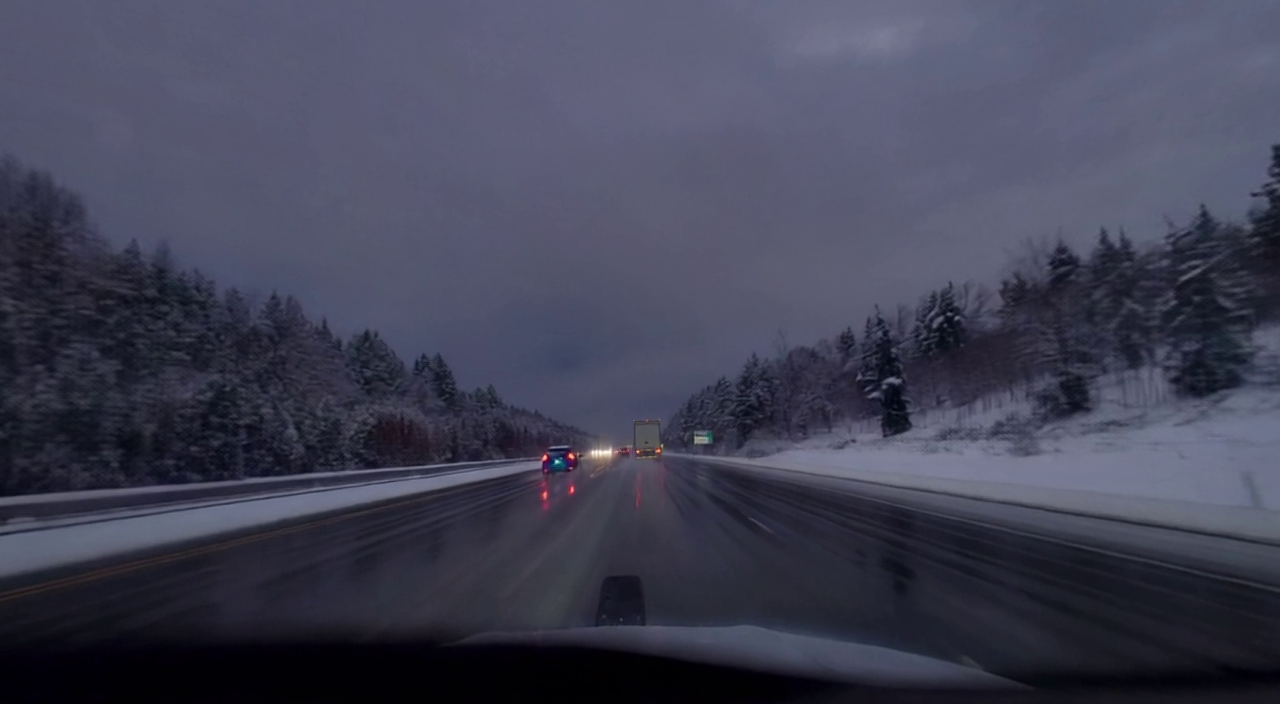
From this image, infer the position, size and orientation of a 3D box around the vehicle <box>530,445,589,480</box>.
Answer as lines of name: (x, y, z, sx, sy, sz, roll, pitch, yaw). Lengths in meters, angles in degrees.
vehicle: (-3.819, 5.326, 30.802, 1.999, 1.533, 4.870, -1, -9, 3)
